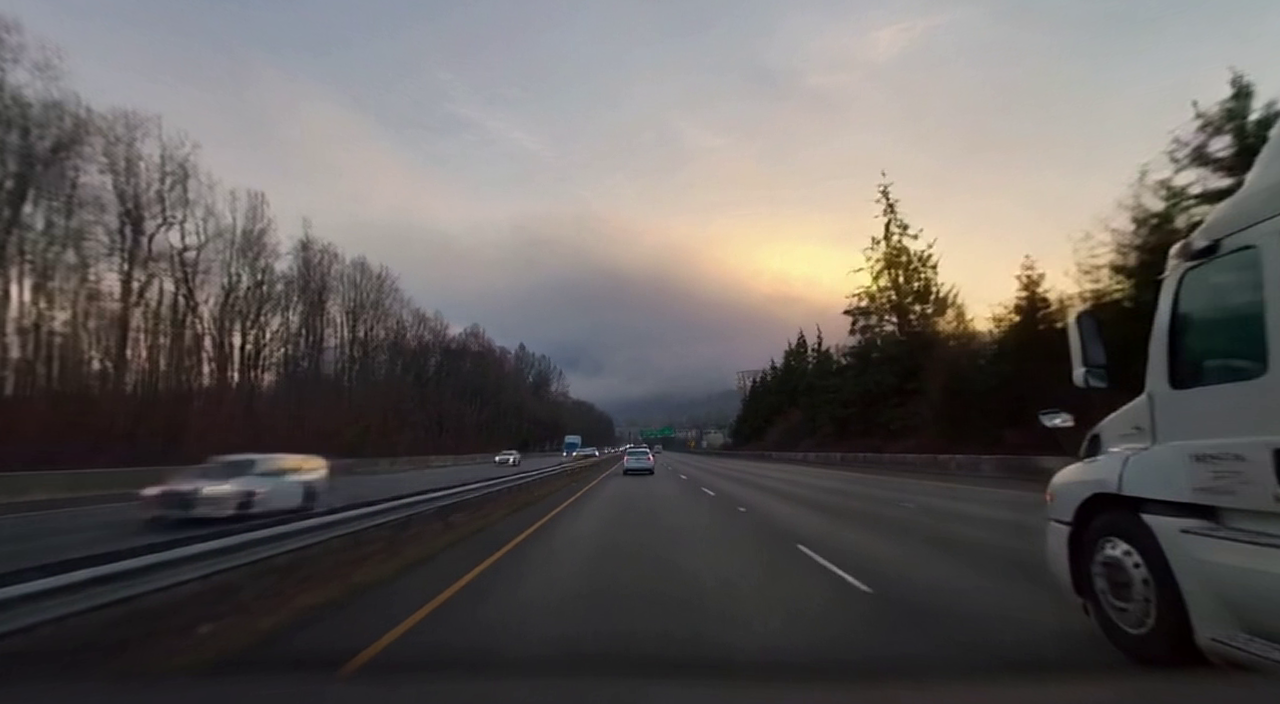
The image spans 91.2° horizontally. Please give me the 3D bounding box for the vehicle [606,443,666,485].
[{"bbox_3d":[-0.188,4.499,25.391,2.244,1.506,4.097,0,-9,-1],"label":"vehicle"}]

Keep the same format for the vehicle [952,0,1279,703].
[{"bbox_3d":[4.405,-0.273,2.180,3.351,3.699,5.995,0,-9,-1],"label":"vehicle"}]

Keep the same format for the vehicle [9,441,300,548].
[{"bbox_3d":[-8.699,2.543,11.925,1.957,1.603,4.476,0,-9,0],"label":"vehicle"}]
